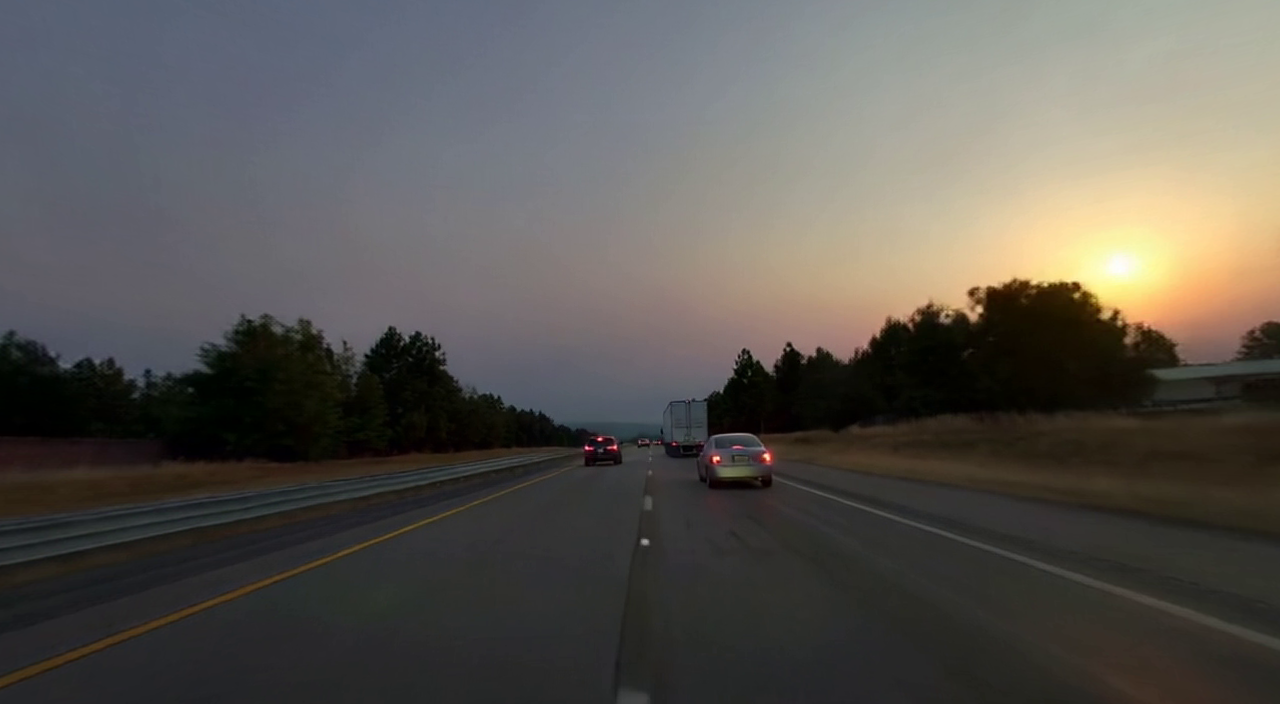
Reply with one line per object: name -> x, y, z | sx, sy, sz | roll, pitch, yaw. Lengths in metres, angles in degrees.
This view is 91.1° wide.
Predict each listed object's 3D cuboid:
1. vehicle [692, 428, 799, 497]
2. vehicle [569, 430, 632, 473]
vehicle -> 2.548, 2.782, 16.366 | 2.072, 1.534, 4.300 | 0, -8, 1
vehicle -> -1.537, 4.119, 26.429 | 2.192, 1.623, 4.887 | 0, -8, 2
